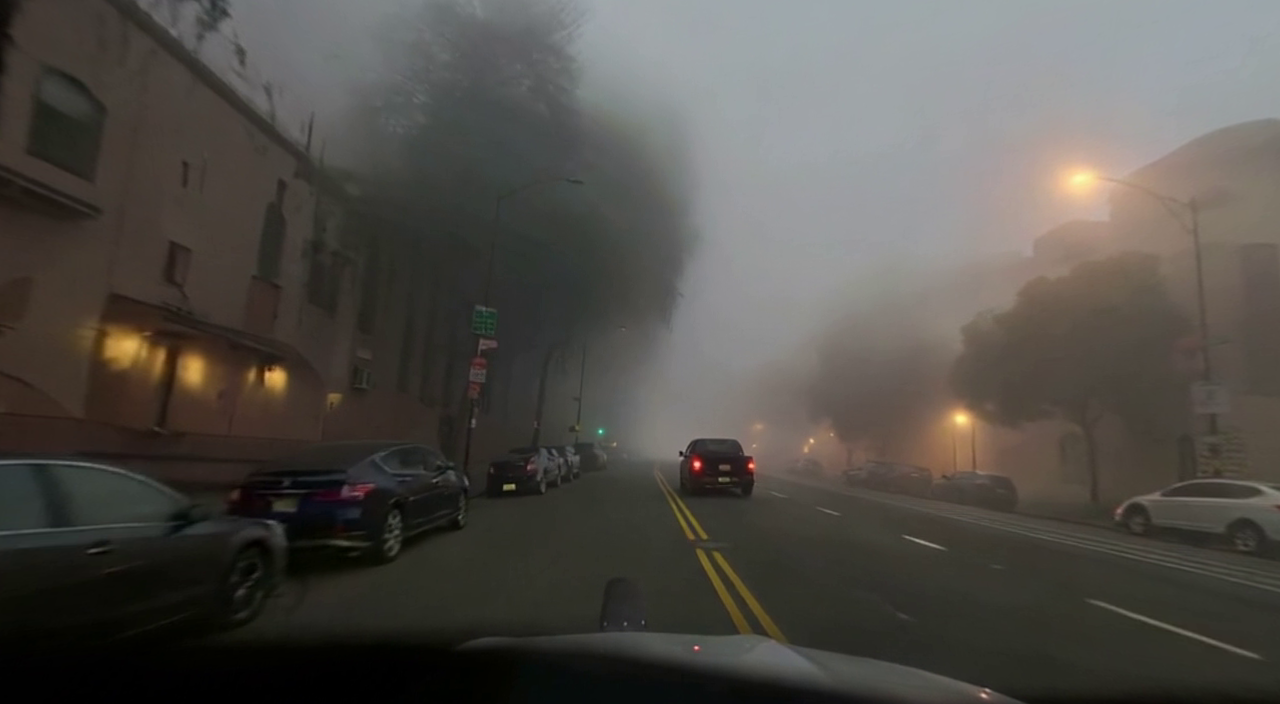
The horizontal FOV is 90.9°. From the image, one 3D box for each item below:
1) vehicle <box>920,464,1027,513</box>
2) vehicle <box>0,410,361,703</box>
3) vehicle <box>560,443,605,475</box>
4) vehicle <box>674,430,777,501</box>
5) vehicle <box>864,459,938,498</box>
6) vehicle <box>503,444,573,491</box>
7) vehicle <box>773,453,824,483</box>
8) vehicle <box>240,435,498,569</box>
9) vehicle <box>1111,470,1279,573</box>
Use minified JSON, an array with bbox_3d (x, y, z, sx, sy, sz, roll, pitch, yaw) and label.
[{"bbox_3d":[13.278,5.418,25.421,1.866,1.554,4.393,1,-8,-1],"label":"vehicle"},{"bbox_3d":[-3.565,1.115,3.467,1.989,1.467,4.350,0,-8,1],"label":"vehicle"},{"bbox_3d":[-3.153,5.930,35.214,1.933,1.652,4.508,0,-9,2],"label":"vehicle"},{"bbox_3d":[2.455,3.499,19.989,2.411,1.899,5.993,0,-9,0],"label":"vehicle"},{"bbox_3d":[13.382,6.500,32.627,2.036,1.704,4.401,3,-9,1],"label":"vehicle"},{"bbox_3d":[-3.504,4.035,22.431,1.842,1.497,4.238,0,-8,-1],"label":"vehicle"},{"bbox_3d":[9.748,7.136,39.009,2.022,1.512,4.120,5,-9,0],"label":"vehicle"},{"bbox_3d":[-3.565,2.023,9.322,1.822,1.488,4.271,0,-8,1],"label":"vehicle"},{"bbox_3d":[13.286,3.670,13.928,2.189,1.753,4.376,4,-8,-5],"label":"vehicle"}]
